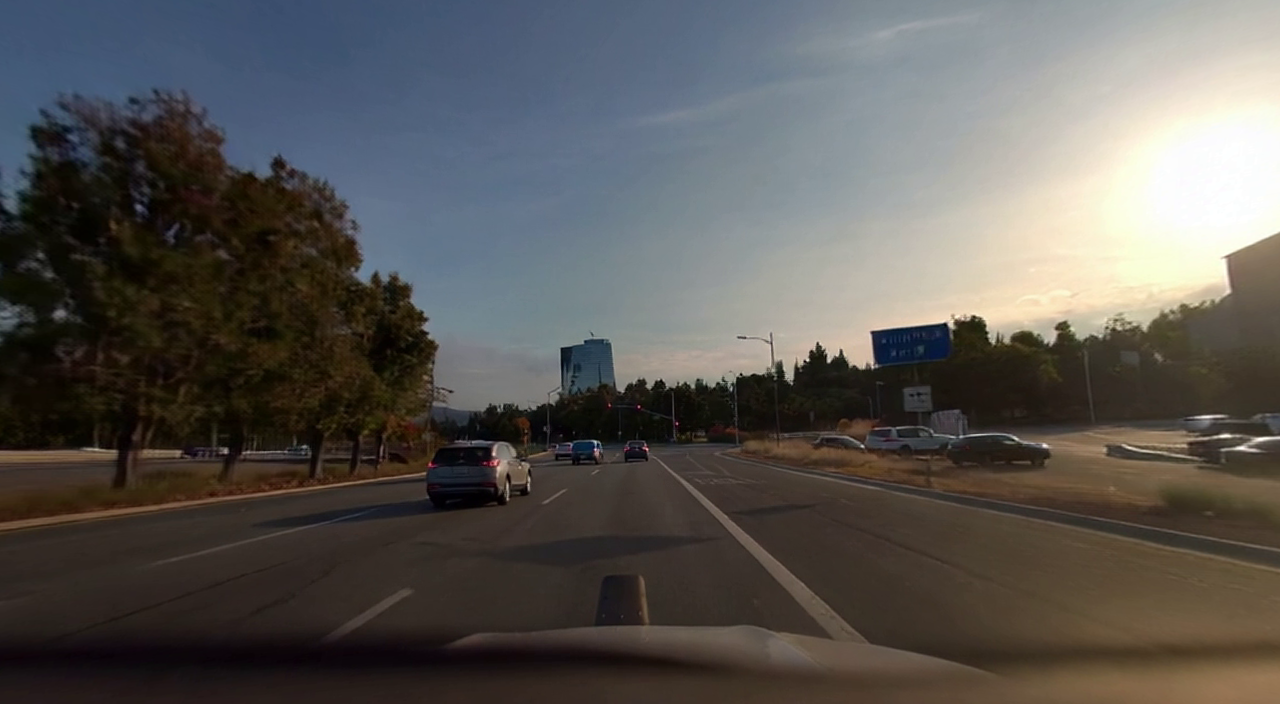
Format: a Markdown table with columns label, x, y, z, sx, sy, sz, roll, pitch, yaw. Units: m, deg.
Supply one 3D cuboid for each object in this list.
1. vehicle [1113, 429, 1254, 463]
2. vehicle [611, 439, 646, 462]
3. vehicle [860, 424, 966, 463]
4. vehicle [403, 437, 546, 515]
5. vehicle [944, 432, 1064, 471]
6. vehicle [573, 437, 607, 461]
| label | x | y | z | sx | sy | sz | roll | pitch | yaw |
| --- | --- | --- | --- | --- | --- | --- | --- | --- | --- |
| vehicle | 25.161 | 4.398 | 29.472 | 4.528 | 1.450 | 1.889 | -4 | -9 | 26 |
| vehicle | -0.716 | 6.687 | 42.913 | 2.231 | 1.481 | 4.489 | 0 | -8 | 0 |
| vehicle | 14.951 | 5.008 | 34.579 | 5.394 | 1.994 | 2.228 | 4 | -9 | -26 |
| vehicle | -3.501 | 2.705 | 14.368 | 1.920 | 1.480 | 4.549 | 0 | -8 | 2 |
| vehicle | 14.908 | 4.062 | 25.875 | 4.505 | 1.472 | 2.020 | 4 | -10 | -27 |
| vehicle | -3.778 | 7.440 | 48.441 | 2.144 | 1.732 | 4.279 | -1 | -8 | 2 |
